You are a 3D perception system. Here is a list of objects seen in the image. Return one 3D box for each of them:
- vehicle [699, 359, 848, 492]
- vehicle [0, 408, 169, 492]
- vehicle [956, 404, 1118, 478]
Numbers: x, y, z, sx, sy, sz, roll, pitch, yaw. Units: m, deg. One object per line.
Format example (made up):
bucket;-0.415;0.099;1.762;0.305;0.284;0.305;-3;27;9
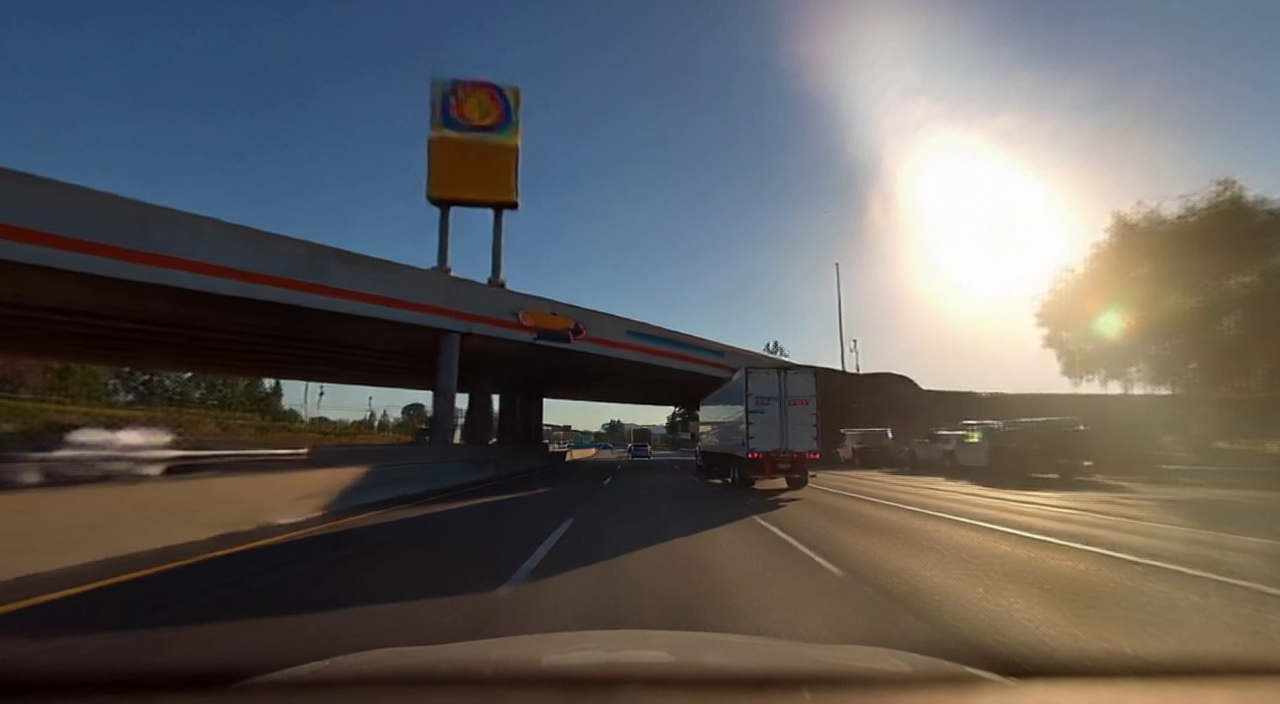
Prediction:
vehicle;4.677;3.267;26.197;2.881;3.995;14.382;0;-9;-1
vehicle;-12.156;1.981;12.813;1.831;1.463;4.205;0;-9;1
vehicle;21.977;5.108;35.936;2.784;3.571;9.857;0;-9;0
